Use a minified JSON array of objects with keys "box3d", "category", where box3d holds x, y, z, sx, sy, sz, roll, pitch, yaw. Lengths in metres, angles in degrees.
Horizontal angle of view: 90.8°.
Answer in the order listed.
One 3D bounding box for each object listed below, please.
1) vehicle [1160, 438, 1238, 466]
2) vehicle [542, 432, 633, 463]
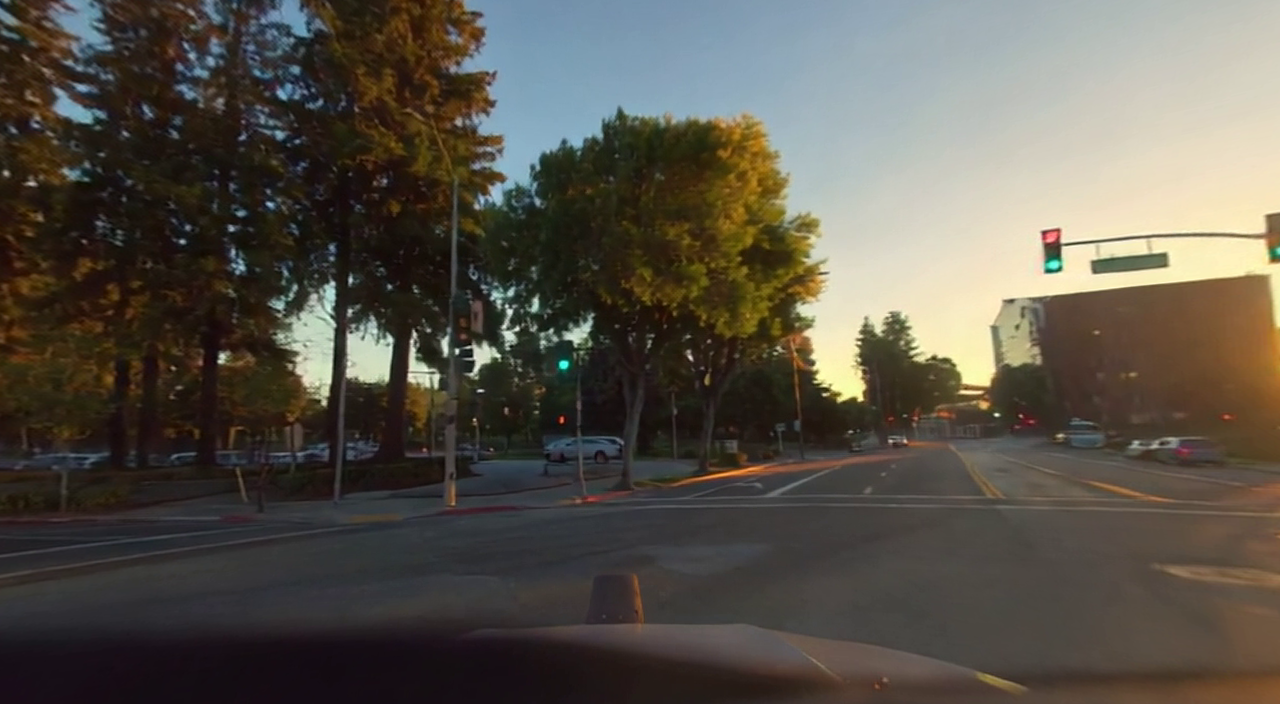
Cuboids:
[{"box3d":[31.913,5.719,36.233,1.893,1.454,4.483,-4,-9,23],"category":"vehicle"},{"box3d":[-2.940,5.400,35.537,4.765,1.593,1.891,-4,-9,21],"category":"vehicle"}]
